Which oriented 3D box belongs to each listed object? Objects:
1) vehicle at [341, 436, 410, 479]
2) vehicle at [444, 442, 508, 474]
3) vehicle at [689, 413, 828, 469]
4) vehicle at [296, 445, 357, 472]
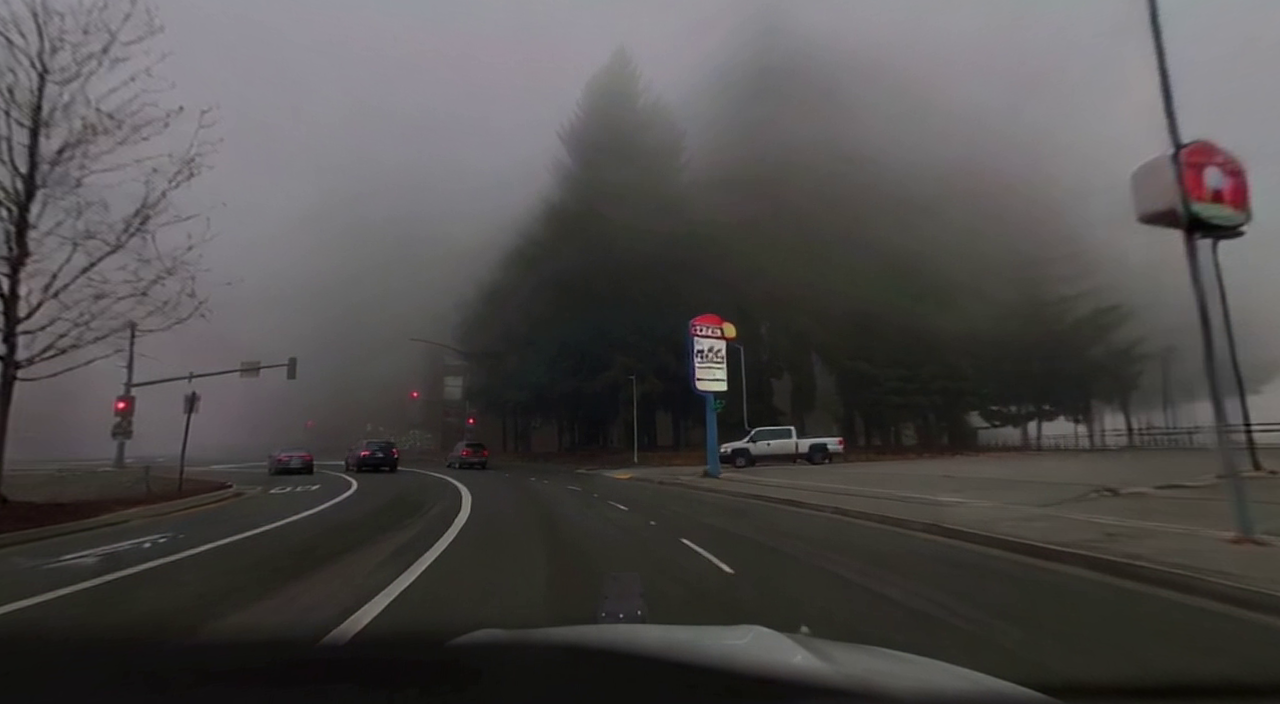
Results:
[{"bbox_3d":[-13.831,5.433,32.731,2.254,2.006,4.766,6,-10,-34],"label":"vehicle"},{"bbox_3d":[-10.400,6.627,39.623,2.202,1.822,4.826,7,-11,-36],"label":"vehicle"},{"bbox_3d":[7.095,5.457,38.423,7.741,3.106,2.906,-6,-10,34],"label":"vehicle"},{"bbox_3d":[-20.392,6.900,40.917,4.546,1.650,1.940,-8,-12,42],"label":"vehicle"}]
